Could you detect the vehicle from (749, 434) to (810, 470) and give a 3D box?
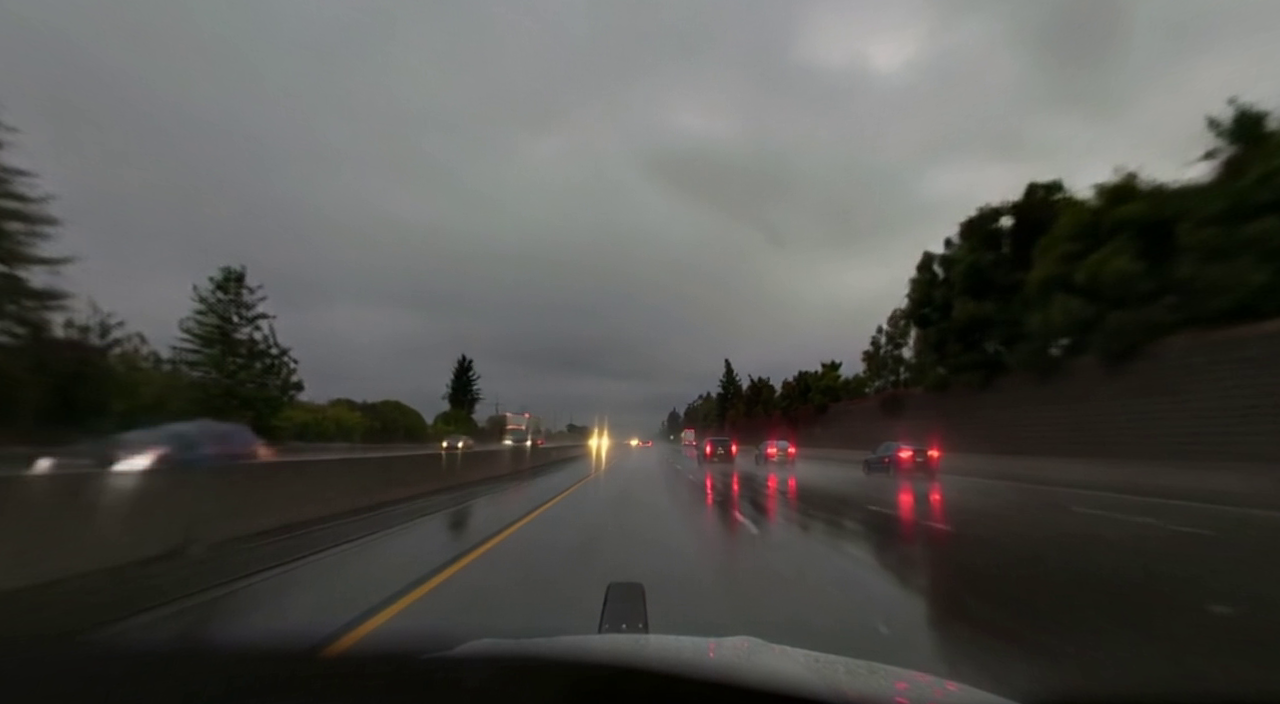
[{"bbox_3d":[7.280,5.257,33.438,2.178,1.749,4.570,0,-8,-1],"label":"vehicle"}]

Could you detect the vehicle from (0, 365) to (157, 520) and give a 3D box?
[{"bbox_3d":[-6.591,0.831,5.783,1.511,1.402,3.426,0,-8,1],"label":"vehicle"}]

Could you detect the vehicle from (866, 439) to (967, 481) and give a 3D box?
[{"bbox_3d":[10.735,4.216,24.891,1.970,1.479,4.480,0,-8,0],"label":"vehicle"}]

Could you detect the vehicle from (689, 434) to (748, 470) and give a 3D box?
[{"bbox_3d":[3.784,4.934,31.236,2.326,1.644,4.206,0,-8,-1],"label":"vehicle"}]
